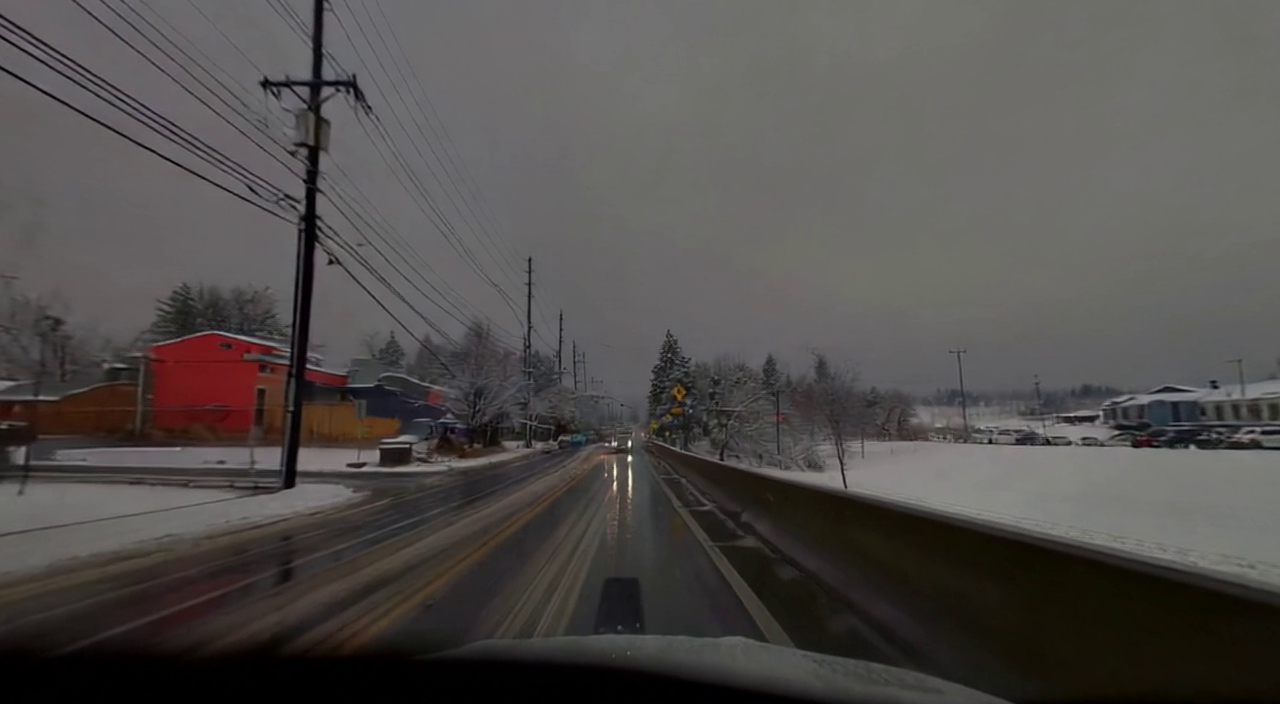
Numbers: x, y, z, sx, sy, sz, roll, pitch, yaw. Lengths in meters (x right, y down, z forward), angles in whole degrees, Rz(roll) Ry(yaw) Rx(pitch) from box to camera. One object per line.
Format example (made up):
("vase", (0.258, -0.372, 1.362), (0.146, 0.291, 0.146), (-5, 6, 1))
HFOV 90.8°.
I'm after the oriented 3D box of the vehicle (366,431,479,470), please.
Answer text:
("vehicle", (-10.096, 4.609, 29.557), (4.500, 1.674, 1.915), (8, -11, -42))
